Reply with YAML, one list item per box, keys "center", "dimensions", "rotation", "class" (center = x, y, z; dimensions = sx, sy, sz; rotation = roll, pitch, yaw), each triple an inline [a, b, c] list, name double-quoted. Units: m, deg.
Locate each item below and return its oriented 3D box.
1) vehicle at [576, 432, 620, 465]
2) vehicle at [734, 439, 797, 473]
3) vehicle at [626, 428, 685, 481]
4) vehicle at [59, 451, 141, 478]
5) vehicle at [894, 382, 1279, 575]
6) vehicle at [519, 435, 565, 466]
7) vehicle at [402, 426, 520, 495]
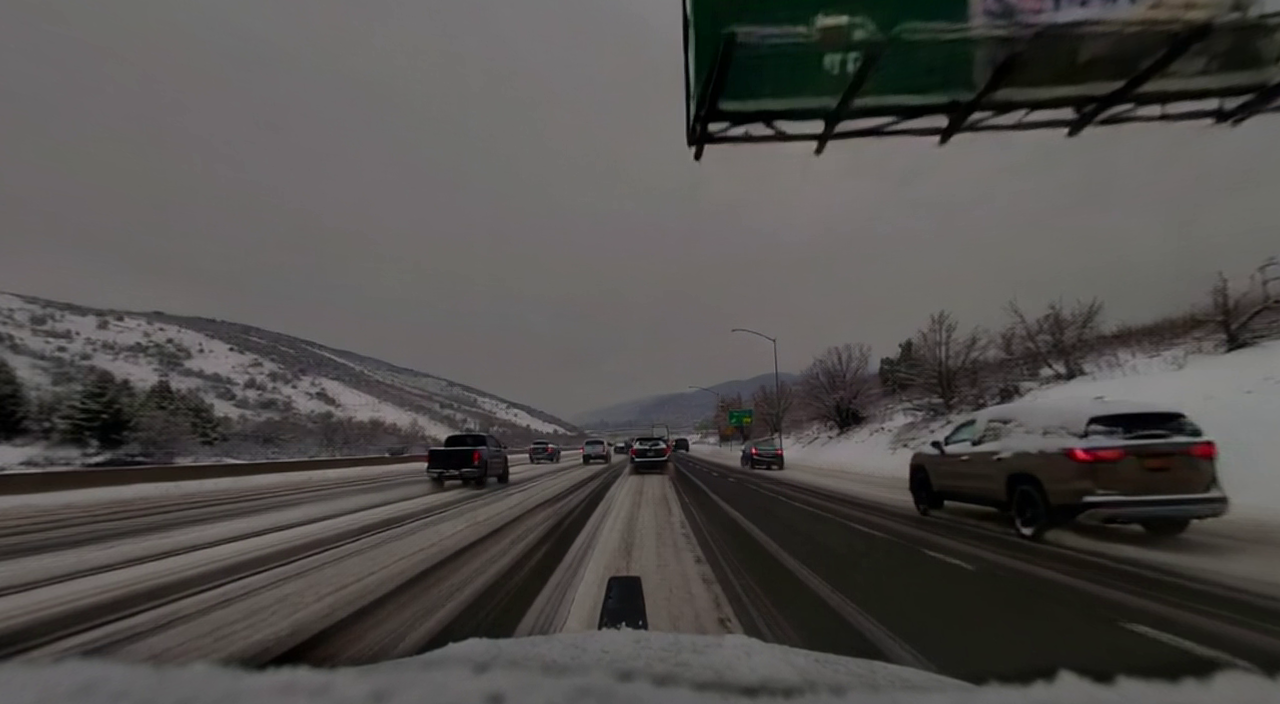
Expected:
- center: [-2.619, 6.273, 41.014]
  dimensions: [2.316, 1.999, 5.765]
  rotation: [0, -8, 1]
  class: "vehicle"
- center: [5.736, 4.815, 29.386]
  dimensions: [1.998, 1.456, 4.338]
  rotation: [0, -8, -1]
  class: "vehicle"
- center: [0.556, 3.844, 23.854]
  dimensions: [2.052, 1.808, 3.898]
  rotation: [0, -8, 1]
  class: "vehicle"
- center: [-29.230, 6.092, 34.271]
  dimensions: [1.461, 1.361, 3.314]
  rotation: [0, -8, 1]
  class: "vehicle"
- center: [5.499, 1.571, 8.535]
  dimensions: [2.029, 1.859, 4.669]
  rotation: [0, -8, -1]
  class: "vehicle"
- center: [-6.101, 6.231, 39.861]
  dimensions: [2.036, 1.813, 4.564]
  rotation: [-1, -8, 2]
  class: "vehicle"
- center: [-5.280, 3.278, 19.427]
  dimensions: [2.160, 1.799, 5.001]
  rotation: [0, -8, 0]
  class: "vehicle"
